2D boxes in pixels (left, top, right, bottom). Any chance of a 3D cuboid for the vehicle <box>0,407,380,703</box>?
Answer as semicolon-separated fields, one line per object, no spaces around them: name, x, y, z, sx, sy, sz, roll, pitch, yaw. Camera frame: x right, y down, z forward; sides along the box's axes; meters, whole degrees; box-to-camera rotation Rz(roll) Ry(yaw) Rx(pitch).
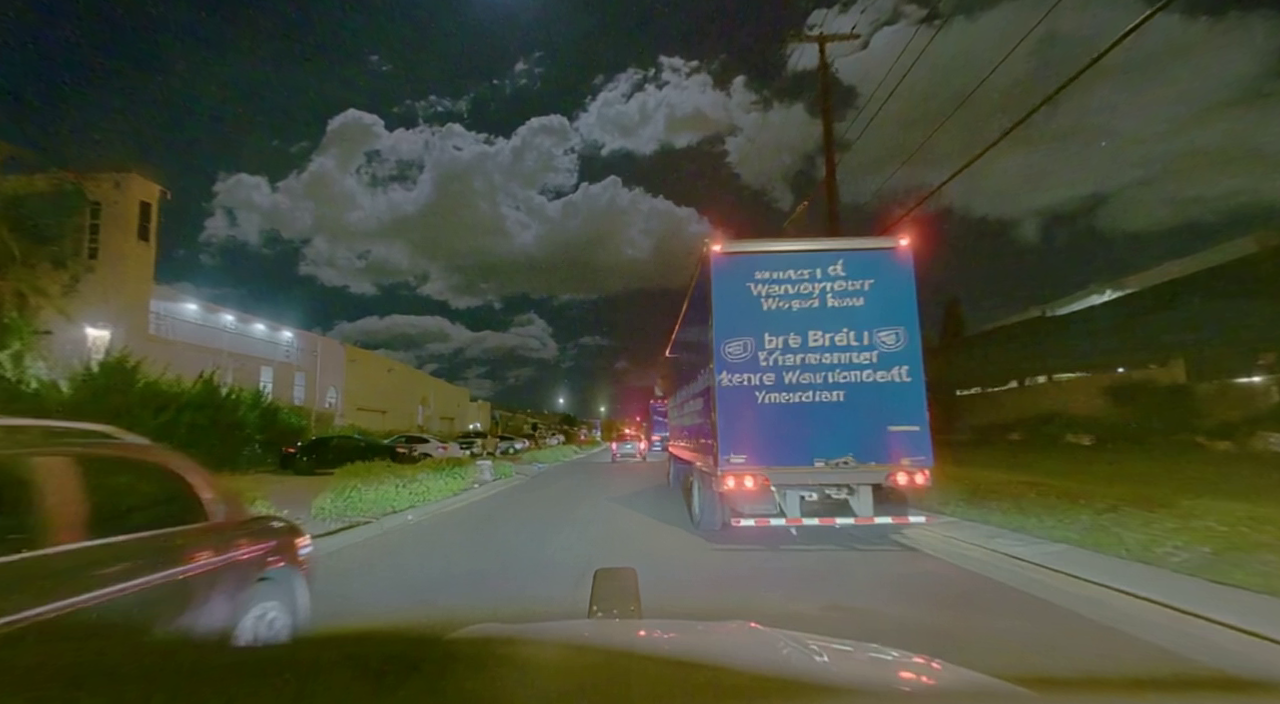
vehicle;-2.632;0.954;2.173;1.870;1.448;3.677;0;-8;1

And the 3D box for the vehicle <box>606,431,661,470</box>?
vehicle;-0.233;4.083;26.343;2.160;1.498;3.909;-1;-8;1

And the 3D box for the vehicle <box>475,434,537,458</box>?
vehicle;-8.561;6.025;40.448;3.569;1.520;1.797;0;-8;-2

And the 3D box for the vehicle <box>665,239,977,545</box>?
vehicle;2.325;1.142;12.832;3.019;3.659;10.648;0;-8;-1
